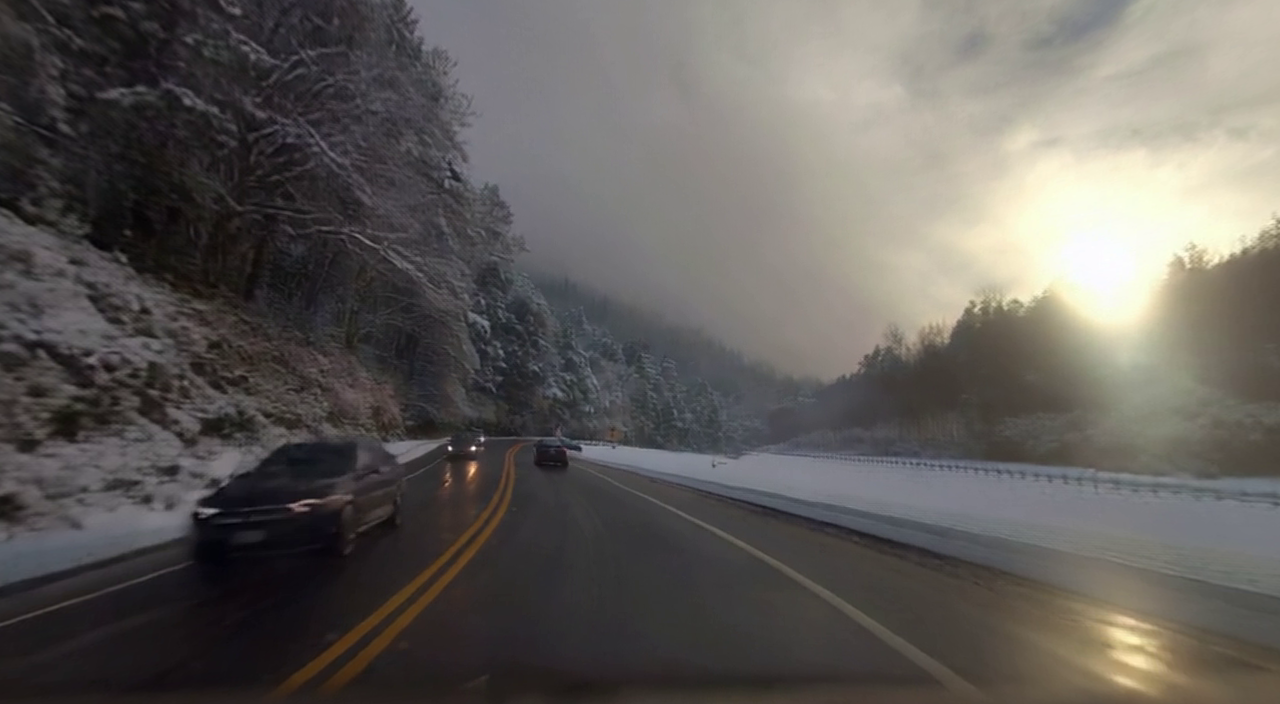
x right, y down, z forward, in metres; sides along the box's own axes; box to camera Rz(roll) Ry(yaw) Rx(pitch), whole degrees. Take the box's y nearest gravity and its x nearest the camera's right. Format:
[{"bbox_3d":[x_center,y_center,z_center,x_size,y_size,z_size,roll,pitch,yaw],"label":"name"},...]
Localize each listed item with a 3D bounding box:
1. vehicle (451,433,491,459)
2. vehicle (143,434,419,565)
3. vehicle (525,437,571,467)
[{"bbox_3d":[-10.599,5.956,39.888,2.133,1.526,4.308,2,-9,-12],"label":"vehicle"},{"bbox_3d":[-5.310,2.183,10.279,2.167,1.602,4.548,1,-8,-6],"label":"vehicle"},{"bbox_3d":[-5.012,5.336,33.869,2.120,1.491,4.349,2,-9,-12],"label":"vehicle"}]
